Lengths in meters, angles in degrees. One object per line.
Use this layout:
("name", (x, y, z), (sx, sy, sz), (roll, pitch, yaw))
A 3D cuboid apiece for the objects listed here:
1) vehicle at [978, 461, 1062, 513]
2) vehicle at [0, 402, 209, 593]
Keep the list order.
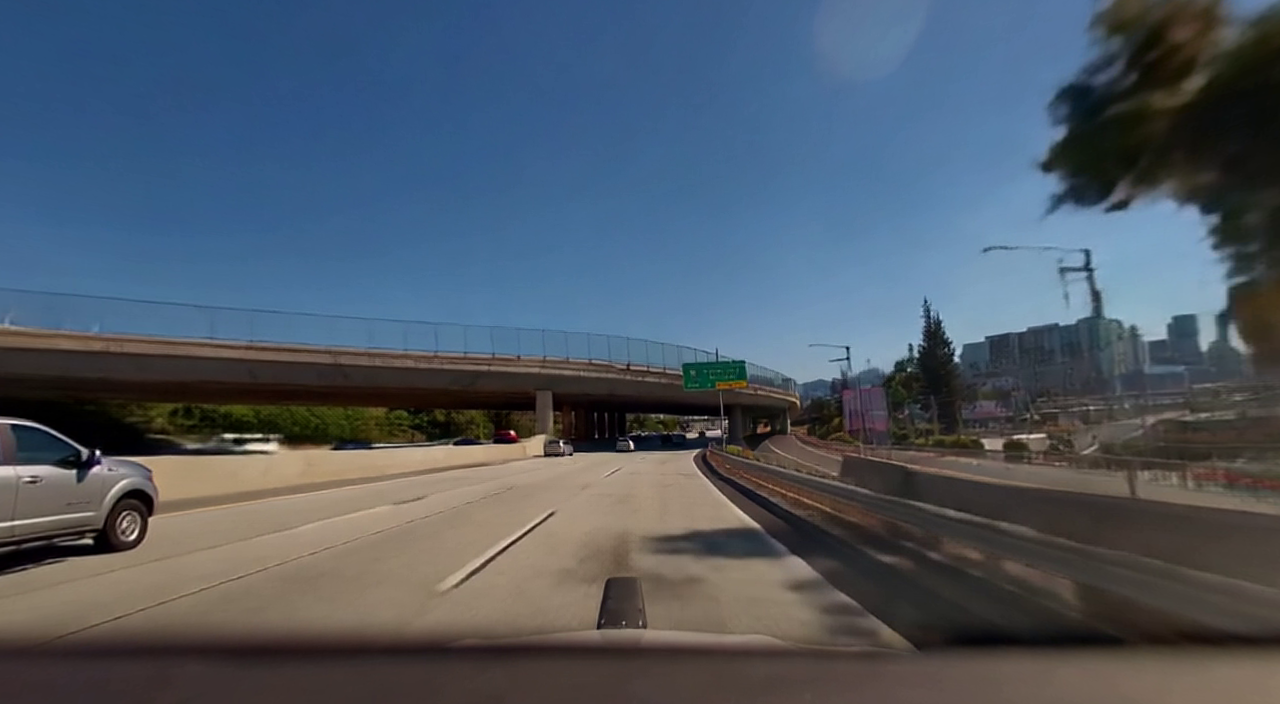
("vehicle", (28.928, 10.231, 48.407), (2.749, 3.380, 6.690), (-1, -8, 6))
("vehicle", (-6.473, 1.275, 5.545), (1.923, 1.630, 4.857), (0, -8, 0))
